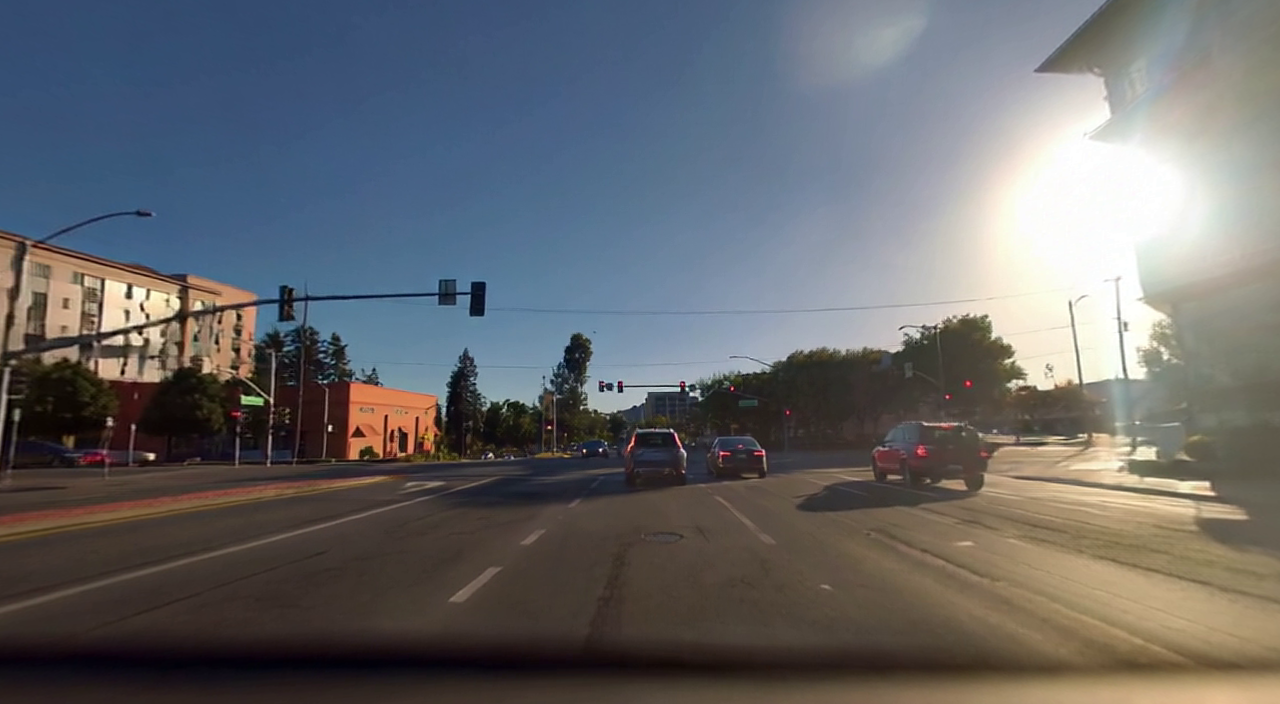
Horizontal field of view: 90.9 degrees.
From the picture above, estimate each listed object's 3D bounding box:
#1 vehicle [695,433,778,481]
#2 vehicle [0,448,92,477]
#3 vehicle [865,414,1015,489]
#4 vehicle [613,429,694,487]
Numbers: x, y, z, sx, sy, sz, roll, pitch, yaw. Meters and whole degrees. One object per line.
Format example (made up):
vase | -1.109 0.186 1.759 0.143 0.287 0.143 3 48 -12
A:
vehicle | 3.070 3.450 20.979 1.994 1.436 4.169 0 -8 -2
vehicle | -31.829 5.721 32.834 4.448 1.422 1.890 2 -9 -13
vehicle | 8.563 2.881 18.621 2.132 1.892 4.851 -1 -8 2
vehicle | 0.332 3.109 18.826 2.099 1.516 4.681 0 -8 0
